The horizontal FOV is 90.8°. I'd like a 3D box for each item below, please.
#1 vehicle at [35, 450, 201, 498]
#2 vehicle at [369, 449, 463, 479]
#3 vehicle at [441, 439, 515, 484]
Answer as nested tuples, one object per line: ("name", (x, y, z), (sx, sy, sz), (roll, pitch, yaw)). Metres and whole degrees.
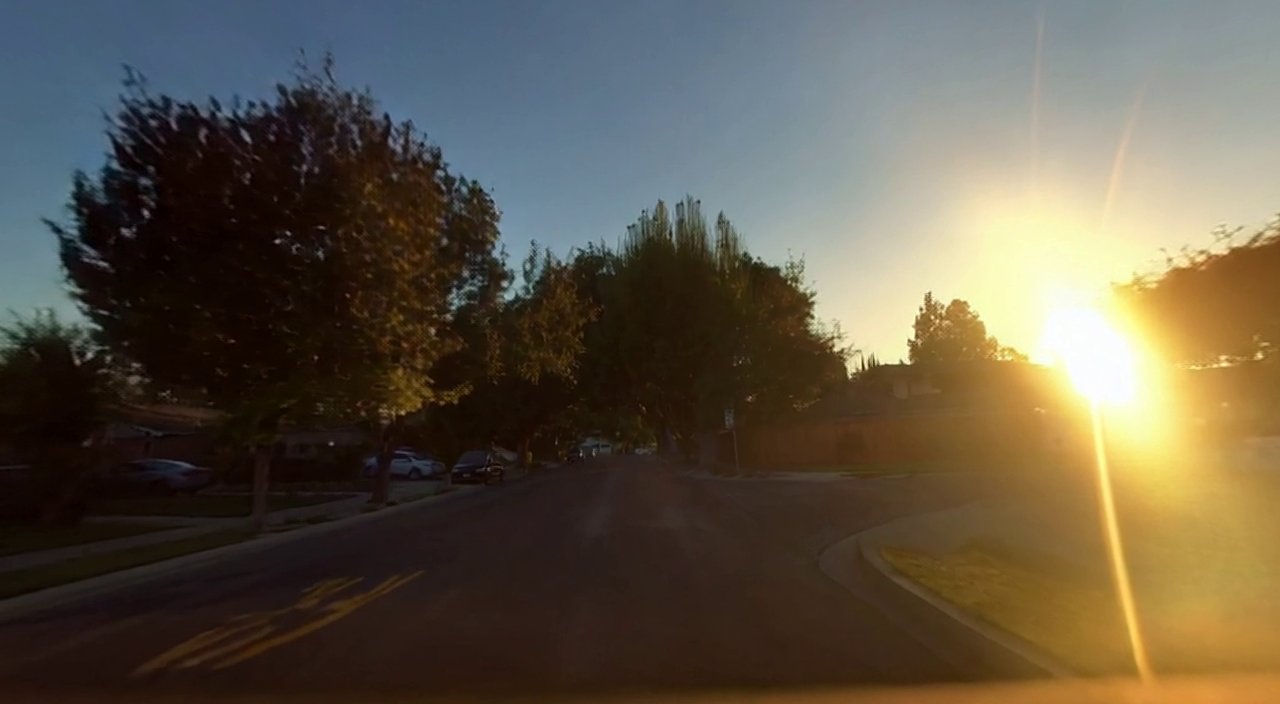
("vehicle", (-18.106, 4.229, 22.059), (4.147, 1.423, 1.875), (1, -6, 0))
("vehicle", (-12.517, 6.249, 35.506), (4.538, 1.578, 2.000), (0, -8, 1))
("vehicle", (-7.528, 5.178, 29.941), (2.091, 1.912, 4.598), (0, -10, 2))
